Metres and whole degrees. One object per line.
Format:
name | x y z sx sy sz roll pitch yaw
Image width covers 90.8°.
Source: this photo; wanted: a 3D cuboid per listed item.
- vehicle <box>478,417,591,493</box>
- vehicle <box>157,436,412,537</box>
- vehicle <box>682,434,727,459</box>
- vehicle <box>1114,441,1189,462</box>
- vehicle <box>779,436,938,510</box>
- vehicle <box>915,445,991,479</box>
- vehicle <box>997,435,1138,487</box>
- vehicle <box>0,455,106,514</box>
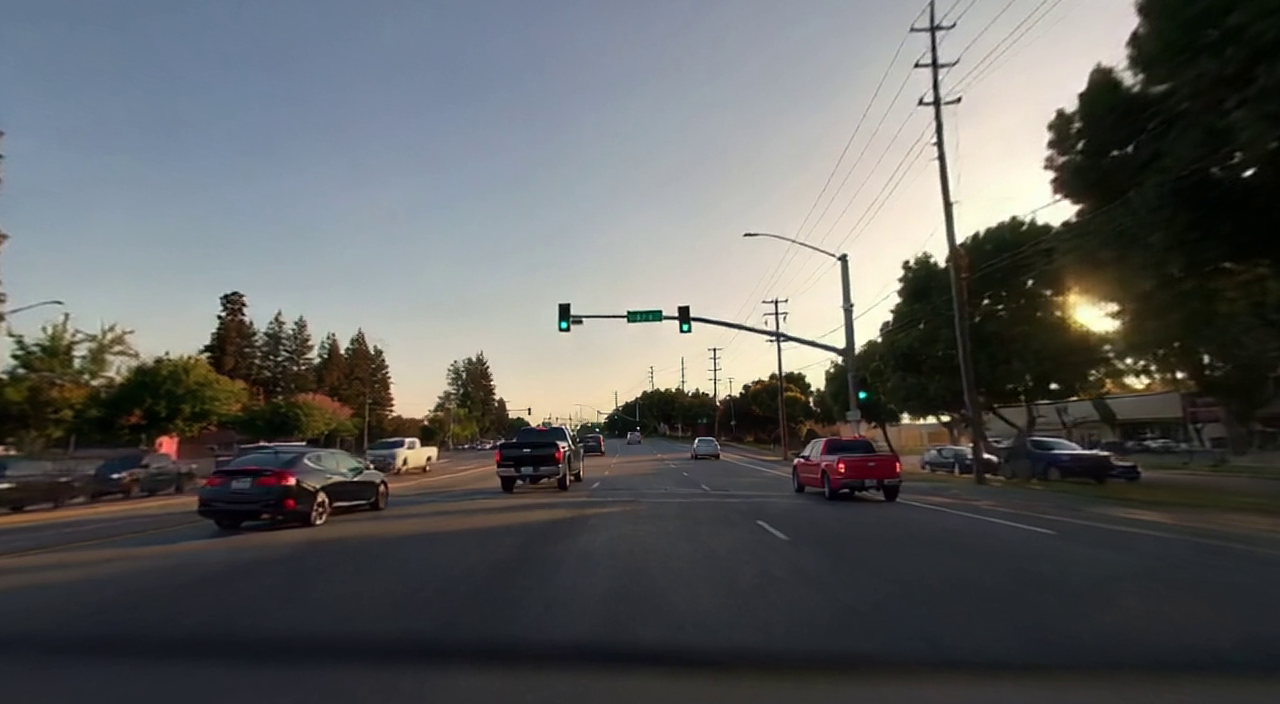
vehicle | -3.031 3.174 19.796 2.467 1.991 6.089 0 -8 0
vehicle | -6.262 2.394 11.986 2.035 1.497 4.723 0 -8 1
vehicle | 3.895 5.787 38.742 2.071 1.435 4.226 0 -8 -3
vehicle | 35.972 7.014 44.483 3.611 1.424 1.746 -1 -8 2
vehicle | 4.810 2.717 14.765 1.840 1.428 4.602 0 -8 -3
vehicle | 16.677 5.855 33.966 2.002 1.681 4.507 -1 -8 4
vehicle | 16.531 4.228 24.831 2.044 1.812 4.935 0 -8 0
vehicle | -17.688 3.658 17.555 1.845 1.465 4.424 0 -8 0
